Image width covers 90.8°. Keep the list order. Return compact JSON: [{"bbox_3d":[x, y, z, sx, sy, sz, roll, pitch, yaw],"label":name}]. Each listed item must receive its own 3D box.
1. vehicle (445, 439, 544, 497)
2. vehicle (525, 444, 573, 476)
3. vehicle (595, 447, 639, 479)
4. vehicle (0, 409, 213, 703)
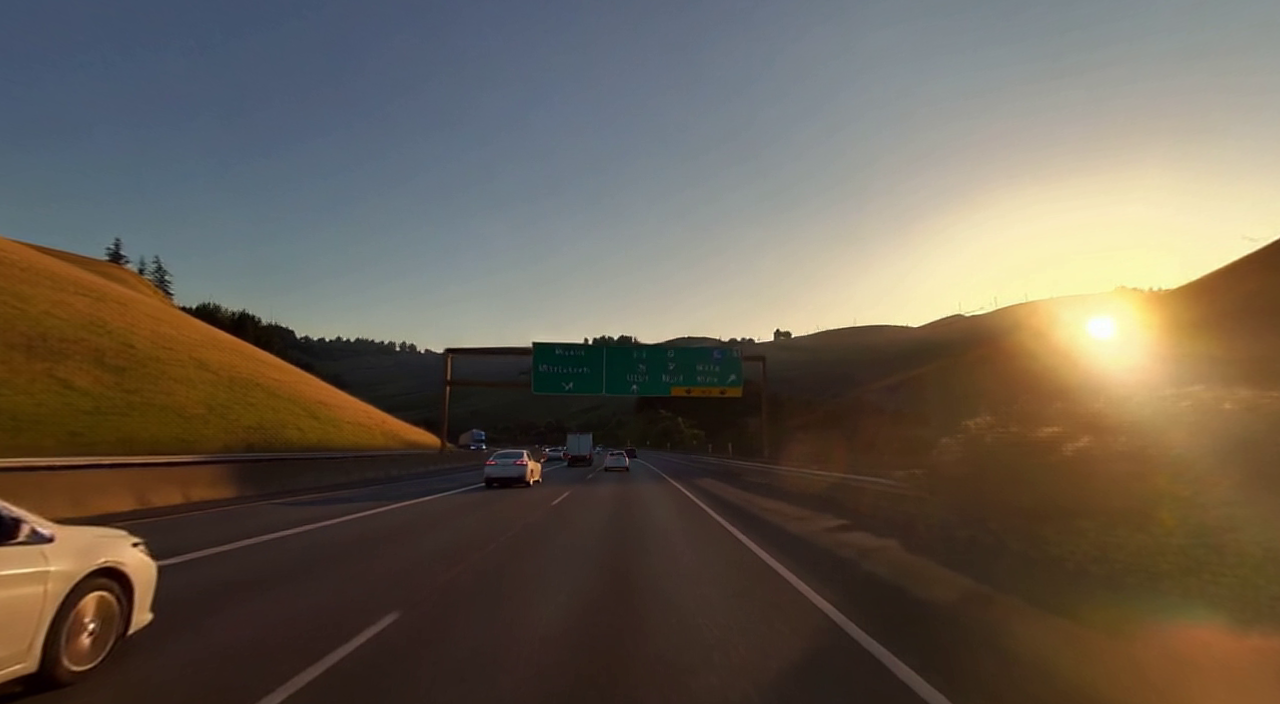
[{"bbox_3d":[-4.511,3.675,20.313,2.208,1.619,4.162,0,-9,0],"label":"vehicle"},{"bbox_3d":[-4.962,5.948,34.835,2.118,1.624,4.032,0,-9,-1],"label":"vehicle"},{"bbox_3d":[-1.127,5.407,30.885,1.988,1.440,4.201,0,-9,-2],"label":"vehicle"},{"bbox_3d":[-3.928,0.934,2.345,1.892,1.492,3.940,0,-9,0],"label":"vehicle"}]
